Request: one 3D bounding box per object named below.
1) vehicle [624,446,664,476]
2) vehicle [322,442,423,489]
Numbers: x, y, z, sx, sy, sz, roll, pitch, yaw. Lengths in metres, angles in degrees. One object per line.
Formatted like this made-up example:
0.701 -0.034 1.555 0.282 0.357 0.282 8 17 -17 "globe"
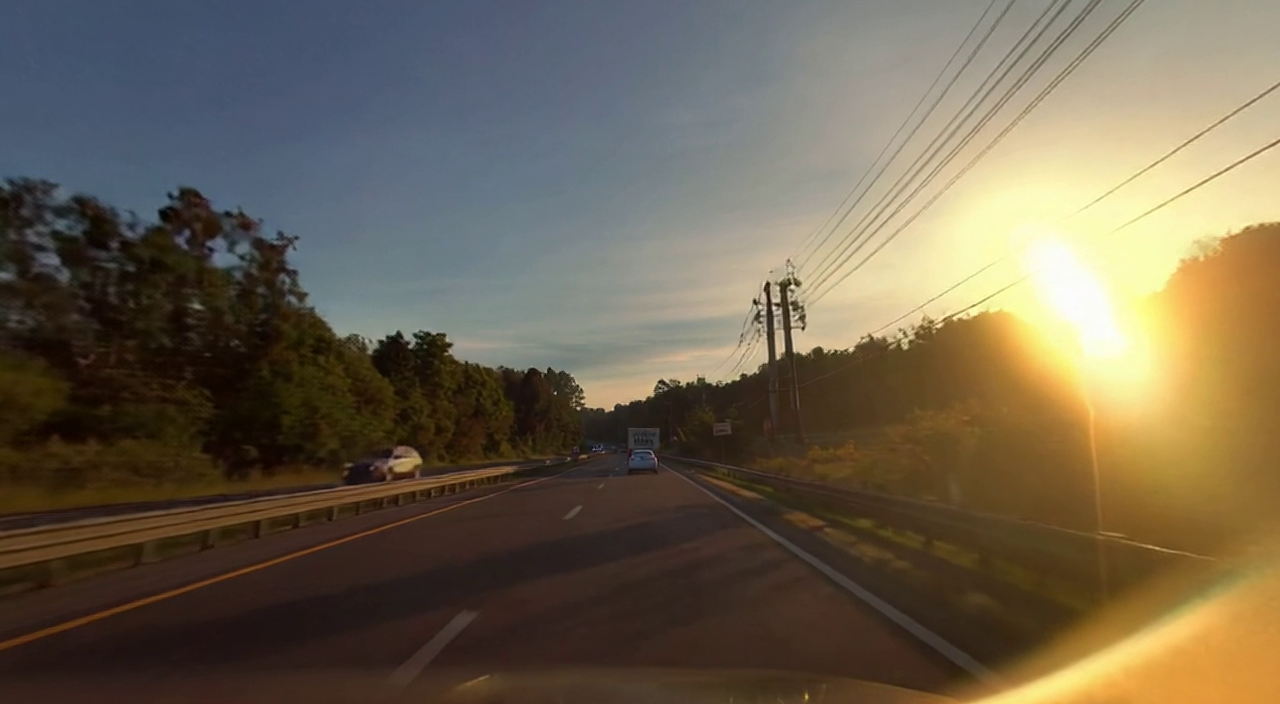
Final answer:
0.150 5.920 34.444 2.080 1.486 3.813 0 -9 -1 "vehicle"
-9.170 3.914 21.935 1.838 1.480 3.699 0 -9 0 "vehicle"
